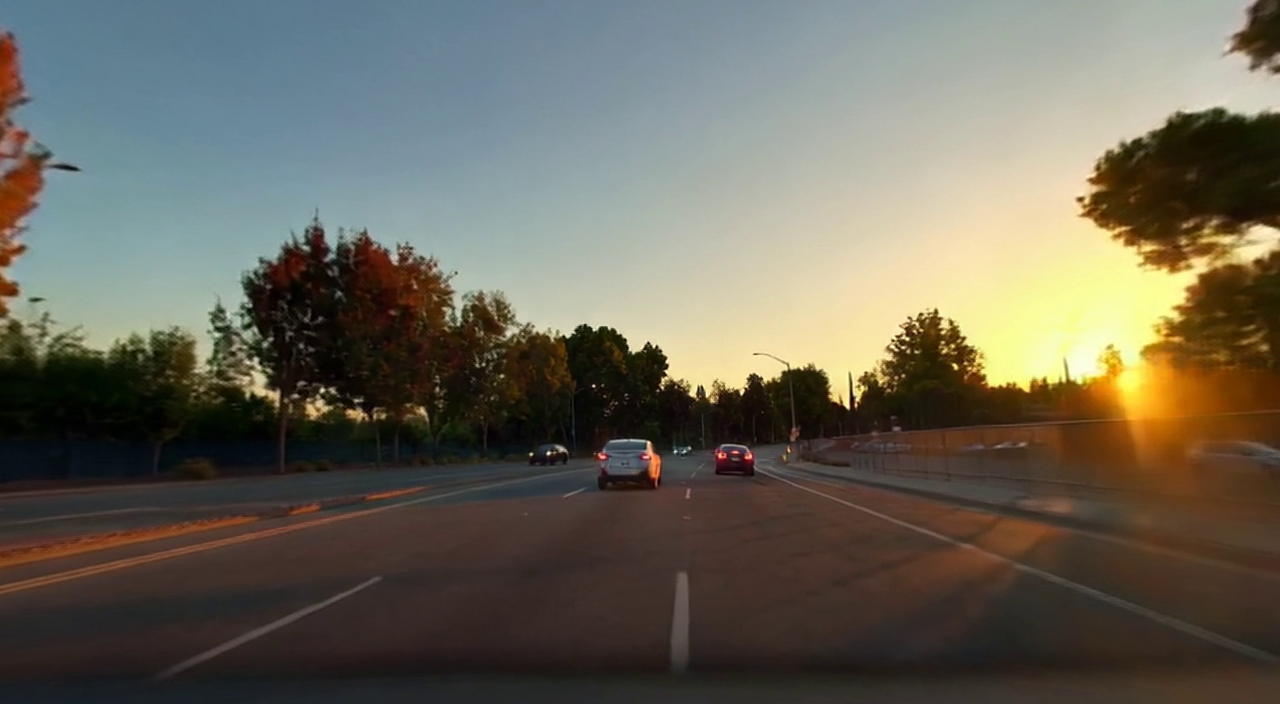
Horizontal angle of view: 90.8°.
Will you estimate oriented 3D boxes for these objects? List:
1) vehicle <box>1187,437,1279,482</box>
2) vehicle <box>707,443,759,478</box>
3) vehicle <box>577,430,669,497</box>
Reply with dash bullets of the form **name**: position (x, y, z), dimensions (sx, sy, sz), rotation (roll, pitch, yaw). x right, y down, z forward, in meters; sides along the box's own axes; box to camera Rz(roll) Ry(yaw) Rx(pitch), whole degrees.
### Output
- **vehicle**: position (21.415, 3.810, 22.701), dimensions (4.404, 1.469, 1.947), rotation (7, -11, -42)
- **vehicle**: position (4.112, 4.850, 28.486), dimensions (2.147, 1.474, 4.083), rotation (-1, -9, 6)
- **vehicle**: position (-0.340, 3.206, 18.496), dimensions (2.105, 1.676, 4.541), rotation (-1, -9, 6)
